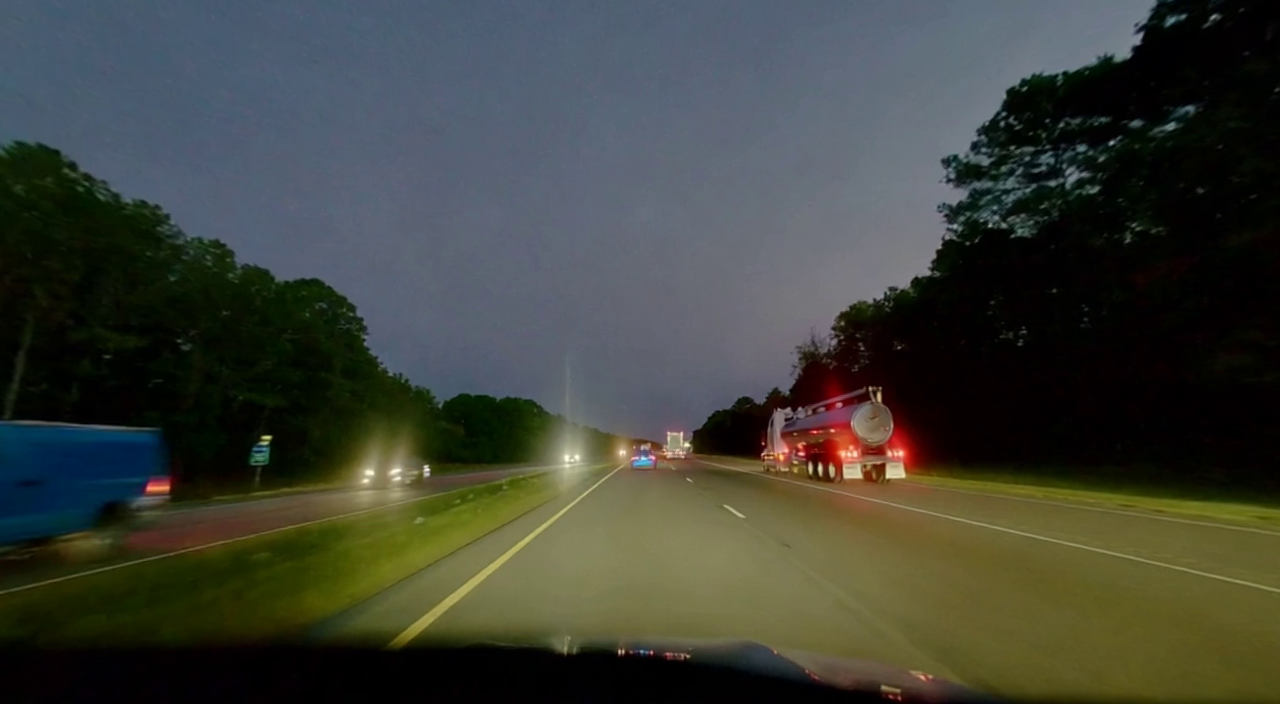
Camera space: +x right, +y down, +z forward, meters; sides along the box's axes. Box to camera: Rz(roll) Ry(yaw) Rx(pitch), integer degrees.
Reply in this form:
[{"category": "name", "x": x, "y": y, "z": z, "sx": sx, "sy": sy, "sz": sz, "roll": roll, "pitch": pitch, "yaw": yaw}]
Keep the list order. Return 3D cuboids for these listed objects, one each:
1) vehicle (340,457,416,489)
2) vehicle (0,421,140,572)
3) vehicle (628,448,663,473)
[{"category": "vehicle", "x": -13.325, "y": 6.143, "z": 32.377, "sx": 1.959, "sy": 1.471, "sz": 4.543, "roll": 0, "pitch": -9, "yaw": 0}, {"category": "vehicle", "x": -8.738, "y": 1.651, "z": 7.031, "sx": 2.123, "sy": 1.784, "sz": 5.057, "roll": 0, "pitch": -9, "yaw": 0}, {"category": "vehicle", "x": 0.295, "y": 6.248, "z": 36.498, "sx": 1.926, "sy": 1.386, "sz": 3.615, "roll": 0, "pitch": -9, "yaw": -1}]
